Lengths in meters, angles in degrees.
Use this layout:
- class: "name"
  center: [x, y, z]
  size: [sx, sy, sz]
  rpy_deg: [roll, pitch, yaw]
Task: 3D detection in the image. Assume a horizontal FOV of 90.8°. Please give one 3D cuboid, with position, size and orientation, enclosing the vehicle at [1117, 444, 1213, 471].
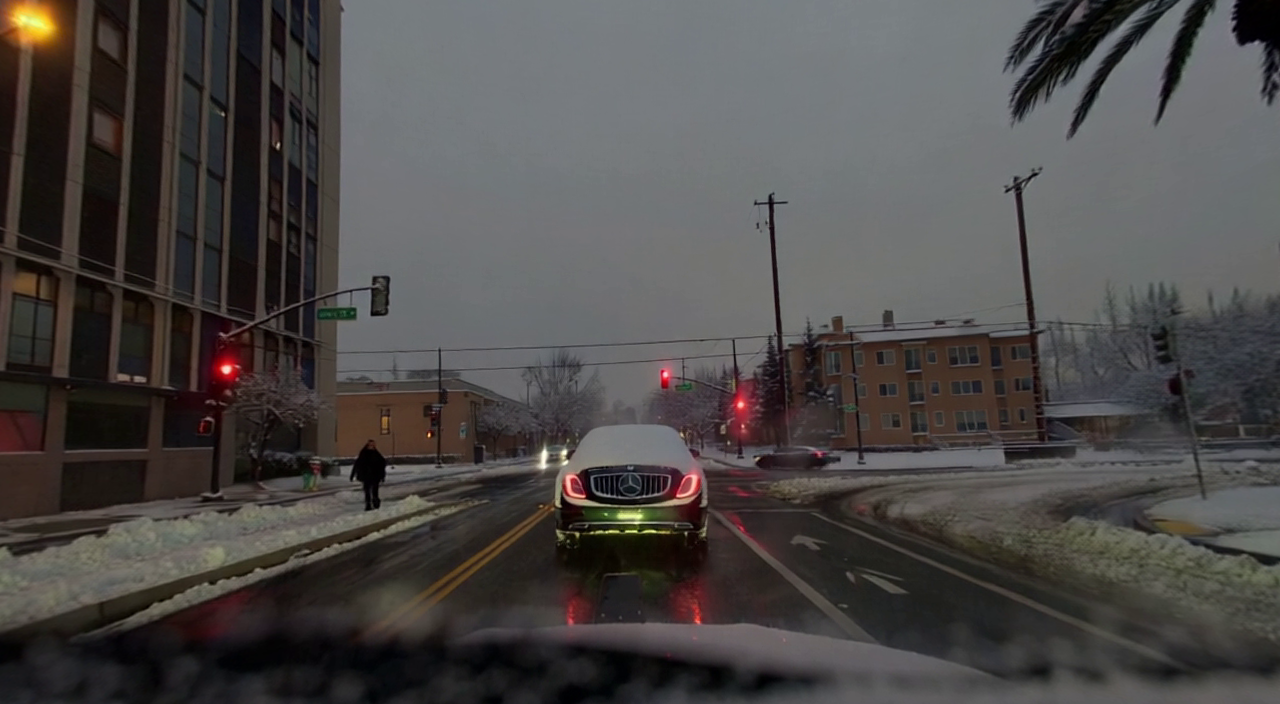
- class: "vehicle"
  center: [32.167, 6.466, 38.770]
  size: [4.234, 1.613, 1.812]
  rpy_deg: [0, -8, -1]

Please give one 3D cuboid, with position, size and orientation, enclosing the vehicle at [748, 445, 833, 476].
- class: "vehicle"
  center: [8.945, 6.457, 37.750]
  size: [4.494, 1.704, 1.976]
  rpy_deg: [-5, -10, 30]

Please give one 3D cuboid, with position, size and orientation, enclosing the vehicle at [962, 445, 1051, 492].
- class: "vehicle"
  center: [14.060, 4.382, 24.126]
  size: [2.004, 1.593, 4.118]
  rpy_deg: [-8, -11, 41]

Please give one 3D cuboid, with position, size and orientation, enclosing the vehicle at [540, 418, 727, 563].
- class: "vehicle"
  center: [-0.077, 1.876, 9.230]
  size: [2.144, 1.643, 3.770]
  rpy_deg: [0, -8, 0]
